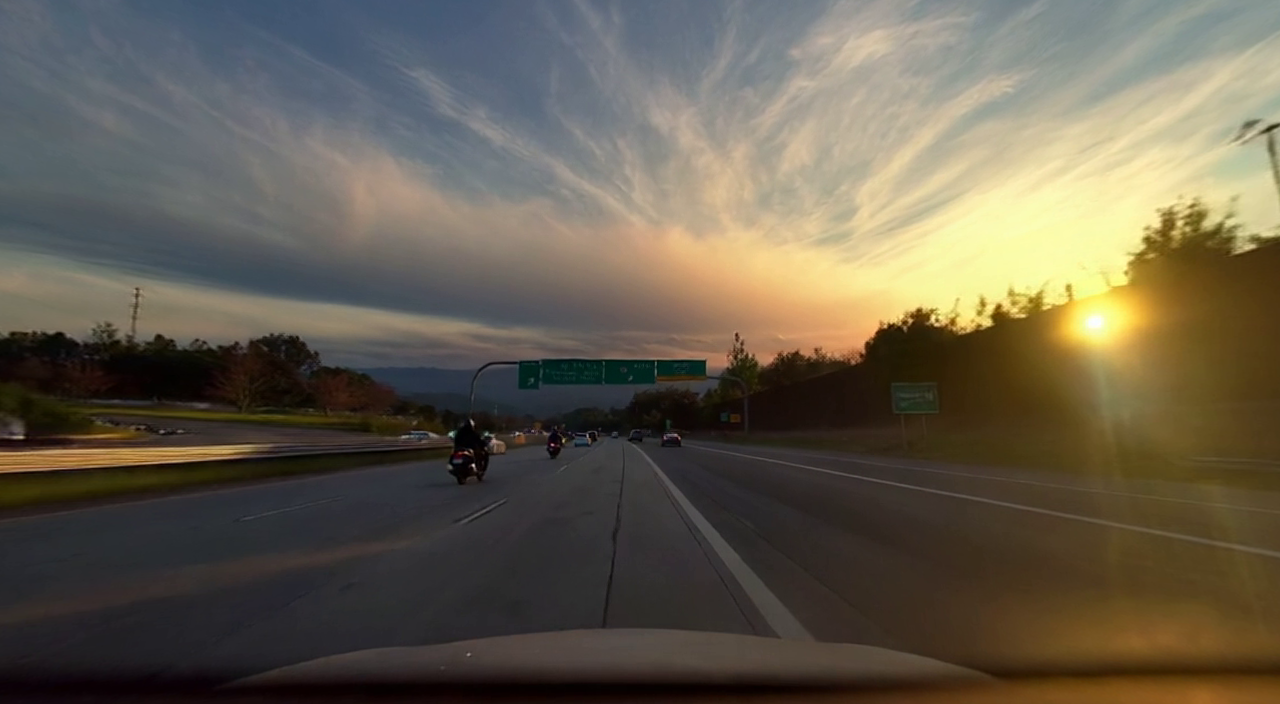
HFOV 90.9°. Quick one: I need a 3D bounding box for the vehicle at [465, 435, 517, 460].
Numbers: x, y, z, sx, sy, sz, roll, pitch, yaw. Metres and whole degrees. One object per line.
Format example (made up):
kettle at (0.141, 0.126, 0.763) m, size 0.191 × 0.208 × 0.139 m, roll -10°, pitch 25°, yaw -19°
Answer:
vehicle at (-8.862, 5.713, 37.962) m, size 2.053 × 1.409 × 4.704 m, roll 0°, pitch -8°, yaw -1°
